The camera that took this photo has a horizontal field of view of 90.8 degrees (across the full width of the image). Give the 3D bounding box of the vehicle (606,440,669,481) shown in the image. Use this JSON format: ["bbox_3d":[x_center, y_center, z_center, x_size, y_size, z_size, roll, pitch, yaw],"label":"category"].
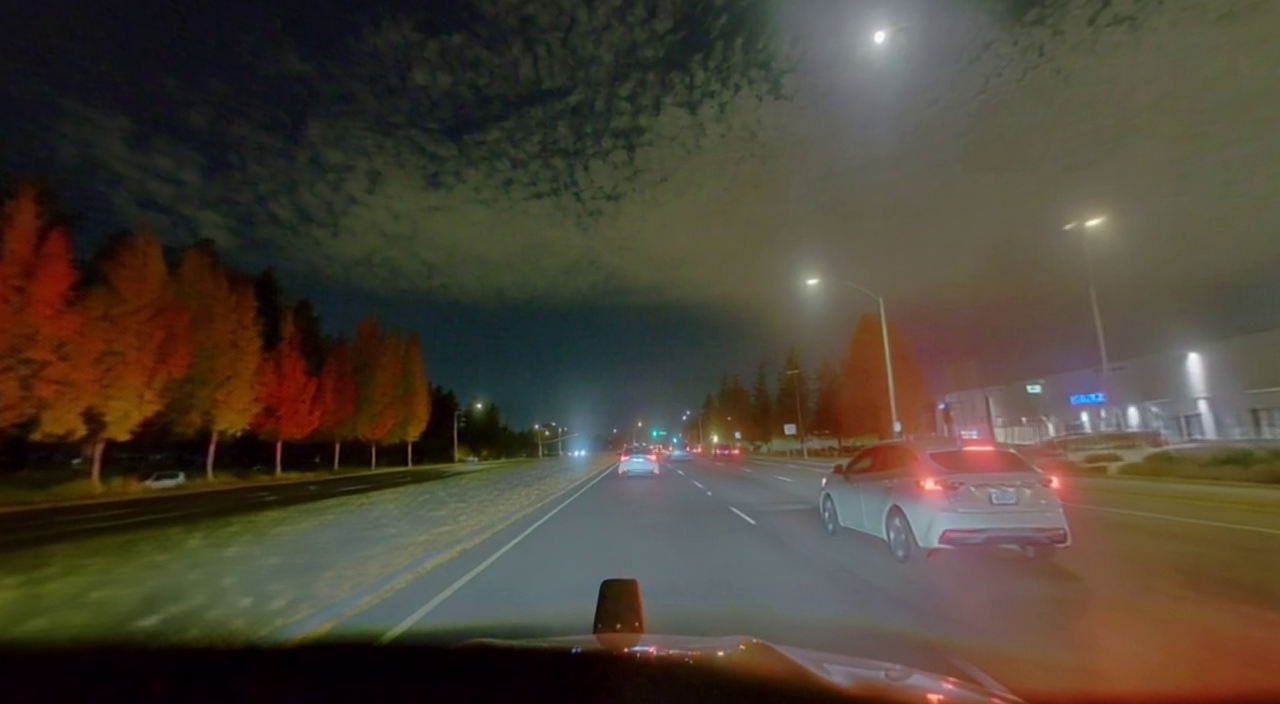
[{"bbox_3d":[-0.143,4.281,25.148,2.289,1.471,4.477,0,-9,-2],"label":"vehicle"}]

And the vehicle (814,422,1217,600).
[{"bbox_3d":[3.773,1.660,7.543,2.094,1.480,4.323,0,-9,-1],"label":"vehicle"}]

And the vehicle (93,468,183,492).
[{"bbox_3d":[-33.775,8.588,42.569,4.571,1.480,2.013,-1,-9,8],"label":"vehicle"}]
